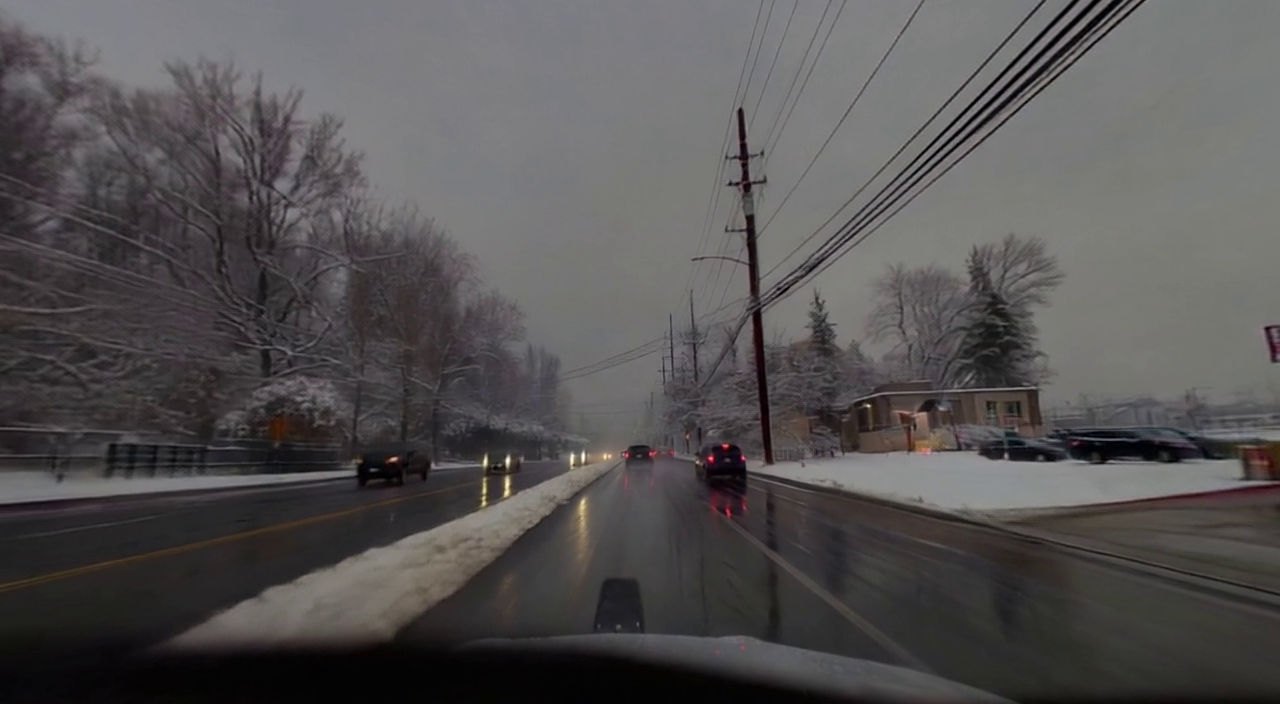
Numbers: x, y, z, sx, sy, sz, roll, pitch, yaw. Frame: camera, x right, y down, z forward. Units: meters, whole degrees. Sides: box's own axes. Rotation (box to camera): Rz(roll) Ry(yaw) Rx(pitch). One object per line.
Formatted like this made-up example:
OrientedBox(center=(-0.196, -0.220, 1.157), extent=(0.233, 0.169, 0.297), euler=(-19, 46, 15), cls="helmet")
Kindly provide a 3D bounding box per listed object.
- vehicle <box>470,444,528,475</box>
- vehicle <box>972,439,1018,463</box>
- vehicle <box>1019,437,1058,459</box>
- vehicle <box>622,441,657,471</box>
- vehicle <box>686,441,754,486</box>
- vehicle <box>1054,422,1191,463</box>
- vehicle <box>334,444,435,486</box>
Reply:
OrientedBox(center=(-8.491, 6.465, 38.438), extent=(2.518, 1.719, 4.314), euler=(-1, -8, 0), cls="vehicle")
OrientedBox(center=(24.387, 6.725, 43.297), extent=(2.071, 1.528, 4.644), euler=(-7, -10, 35), cls="vehicle")
OrientedBox(center=(27.347, 6.581, 43.424), extent=(1.825, 1.476, 3.833), euler=(-4, -9, 26), cls="vehicle")
OrientedBox(center=(-0.034, 6.758, 41.215), extent=(2.163, 1.825, 4.073), euler=(-1, -8, -1), cls="vehicle")
OrientedBox(center=(3.088, 4.408, 25.302), extent=(1.990, 1.592, 4.294), euler=(0, -8, -2), cls="vehicle")
OrientedBox(center=(23.051, 4.365, 30.426), extent=(2.187, 1.757, 4.663), euler=(3, -9, -22), cls="vehicle")
OrientedBox(center=(-11.880, 5.263, 29.970), extent=(2.383, 1.725, 5.760), euler=(-1, -8, 0), cls="vehicle")
